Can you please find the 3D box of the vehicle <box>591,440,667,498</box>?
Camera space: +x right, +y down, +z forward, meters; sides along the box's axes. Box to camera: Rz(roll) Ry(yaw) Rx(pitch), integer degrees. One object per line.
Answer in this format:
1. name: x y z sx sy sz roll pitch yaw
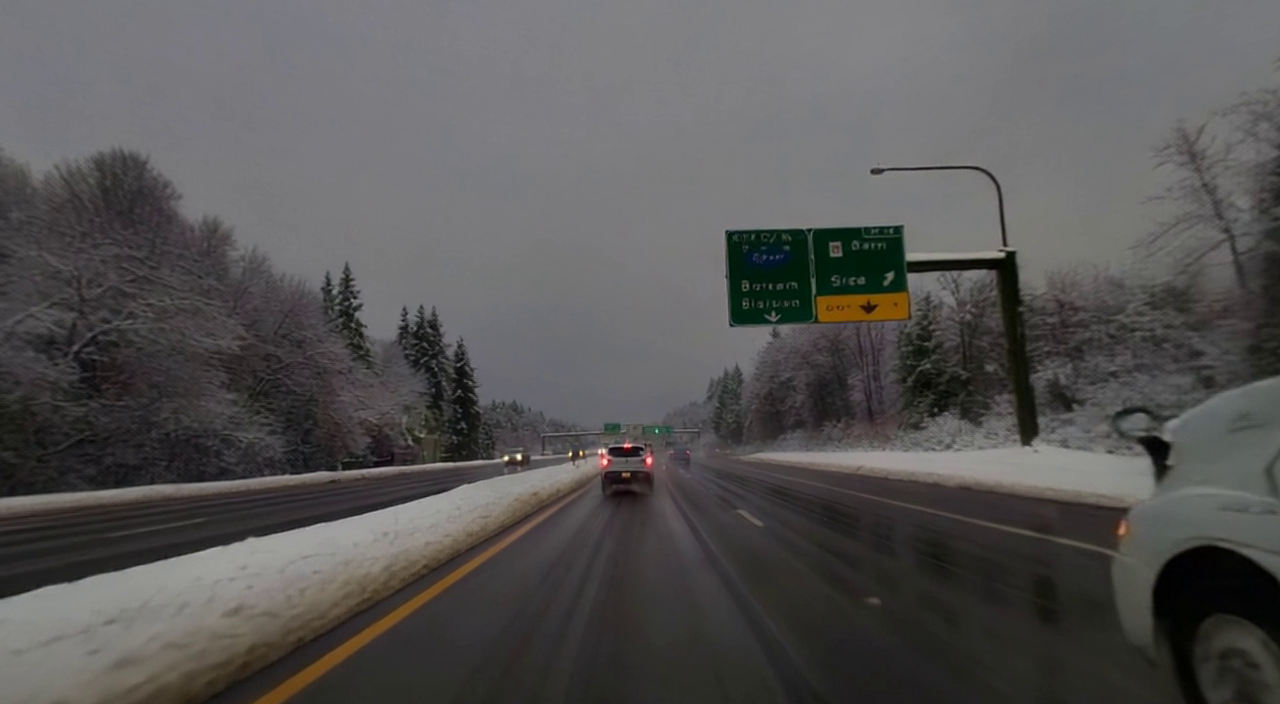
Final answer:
1. vehicle: -0.311 3.377 18.521 2.003 1.490 3.636 0 -9 0
